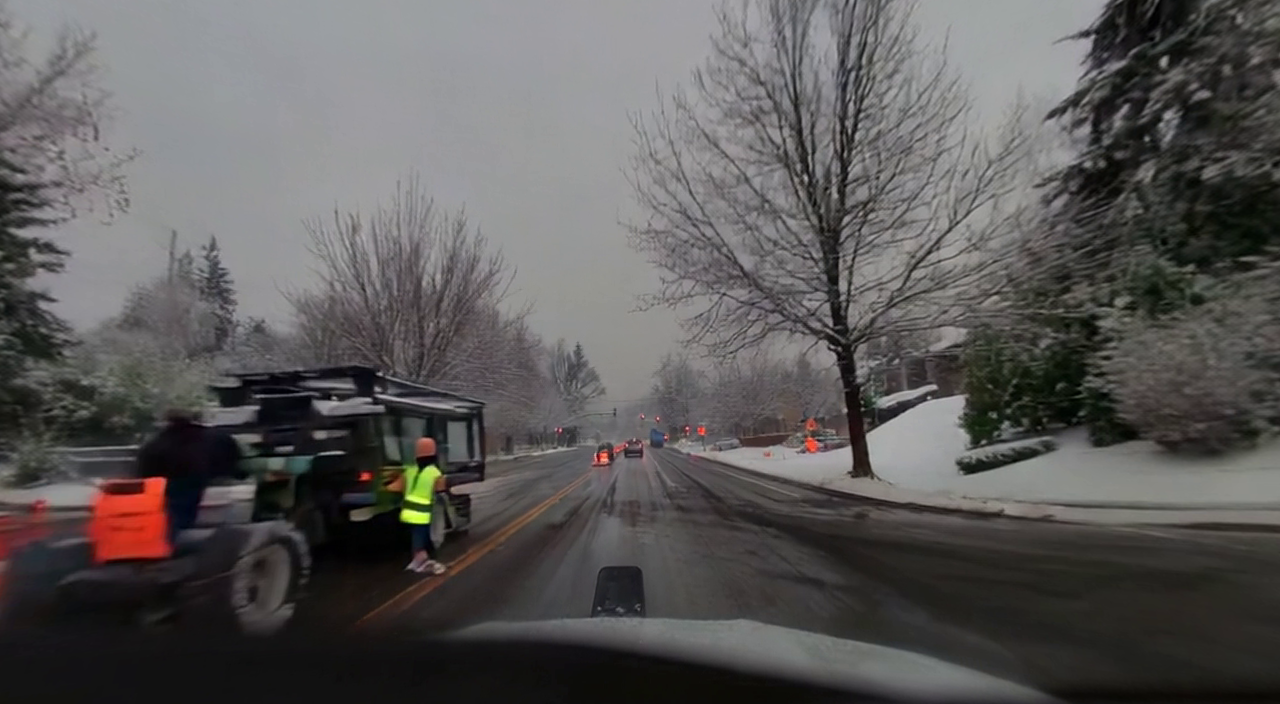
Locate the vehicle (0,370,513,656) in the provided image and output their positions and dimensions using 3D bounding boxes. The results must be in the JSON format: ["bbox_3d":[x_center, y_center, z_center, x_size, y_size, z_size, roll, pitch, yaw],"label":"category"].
[{"bbox_3d":[-3.571,1.569,7.606,2.742,1.962,6.409,0,-8,0],"label":"vehicle"}]
